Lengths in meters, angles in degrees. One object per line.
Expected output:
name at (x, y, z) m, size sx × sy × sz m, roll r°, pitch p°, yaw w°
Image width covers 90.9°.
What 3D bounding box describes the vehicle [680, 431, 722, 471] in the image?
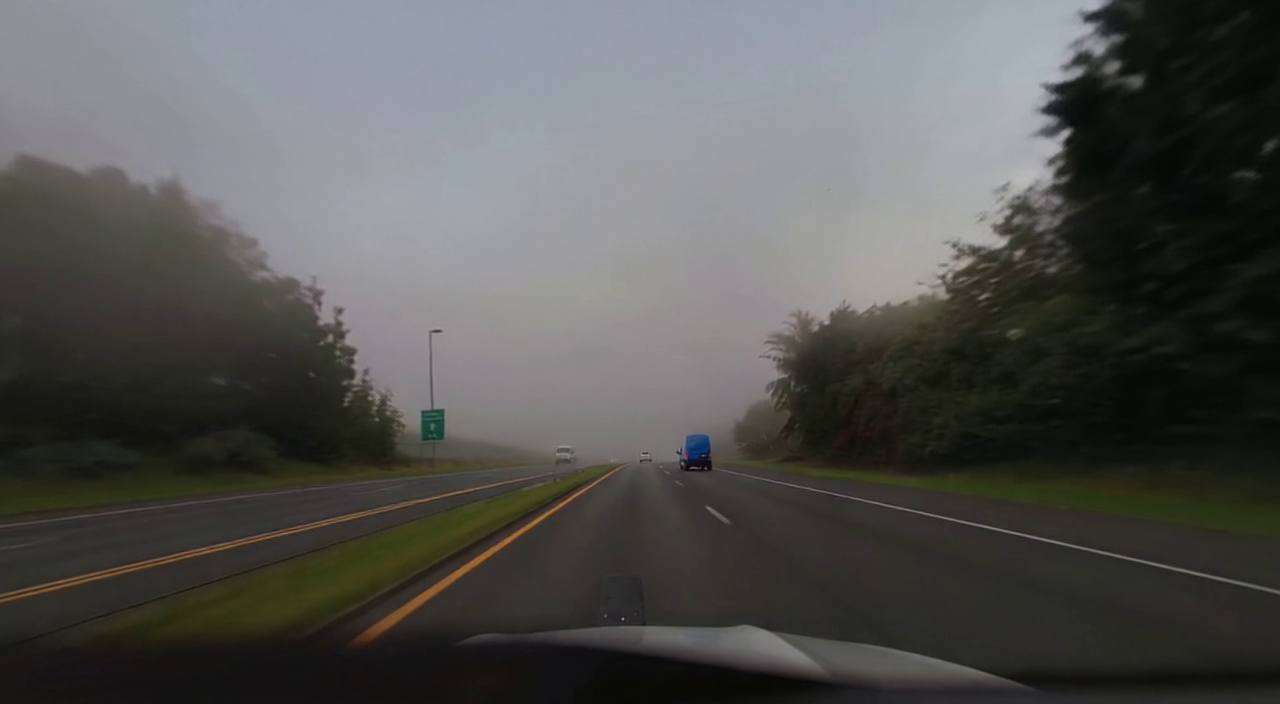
vehicle at (4.404, 7.293, 46.571) m, size 2.437 × 2.735 × 5.507 m, roll 0°, pitch -9°, yaw -1°
